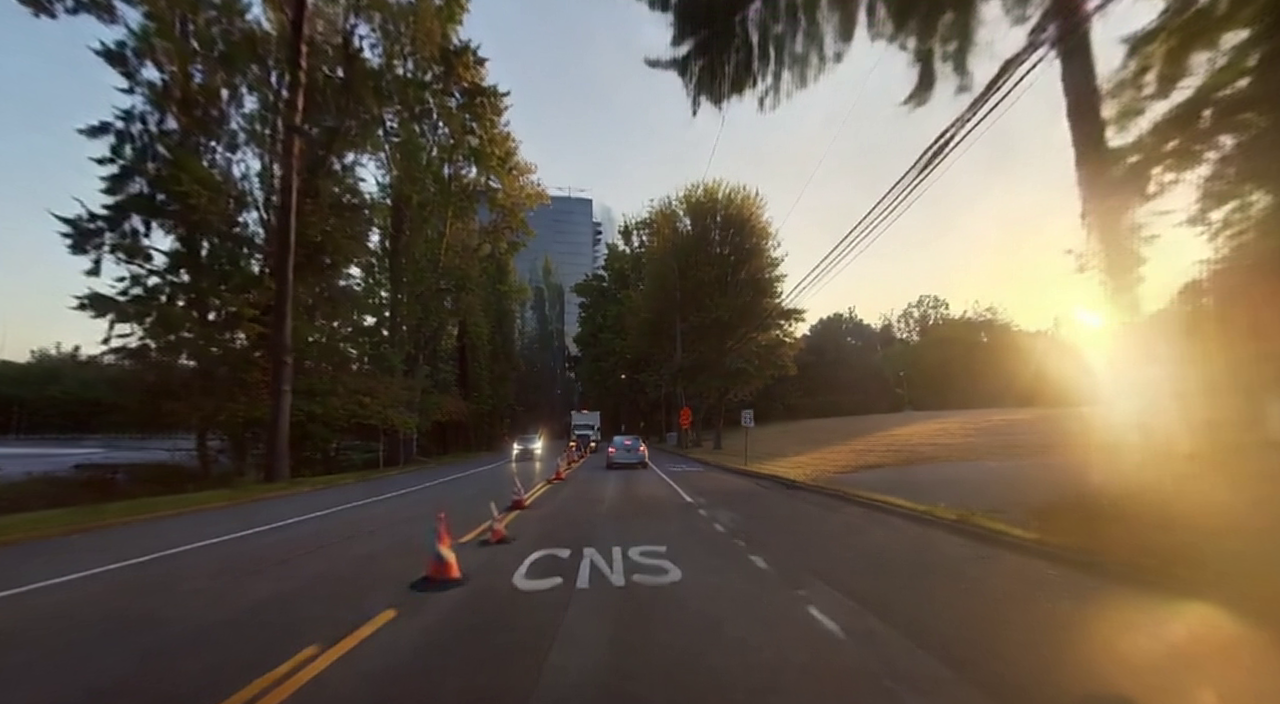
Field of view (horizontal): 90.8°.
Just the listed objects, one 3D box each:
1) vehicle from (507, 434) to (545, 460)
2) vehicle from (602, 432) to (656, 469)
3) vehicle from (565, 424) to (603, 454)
[{"bbox_3d":[-6.952,5.835,38.956,2.019,1.492,4.091,1,-8,-6],"label":"vehicle"},{"bbox_3d":[-0.490,4.261,27.524,2.186,1.463,4.356,0,-8,-1],"label":"vehicle"},{"bbox_3d":[-4.239,6.537,47.327,2.671,2.053,6.074,1,-8,-6],"label":"vehicle"}]
